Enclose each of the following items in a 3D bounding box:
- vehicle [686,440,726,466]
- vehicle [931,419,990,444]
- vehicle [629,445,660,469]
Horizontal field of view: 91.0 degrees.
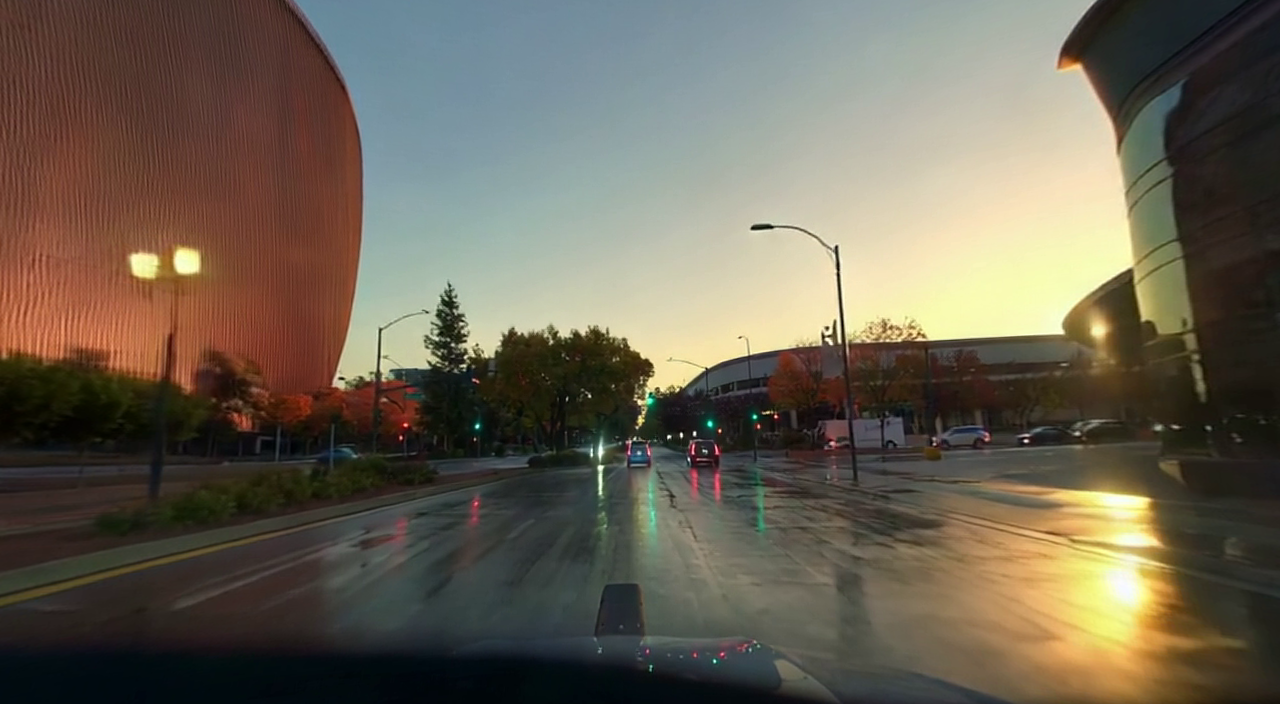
[{"bbox_3d":[4.621,7.160,44.830,2.174,1.749,4.739,1,-9,-2],"label":"vehicle"},{"bbox_3d":[23.466,5.910,46.336,1.887,1.635,4.695,1,-10,0],"label":"vehicle"},{"bbox_3d":[0.257,7.145,43.138,2.014,1.525,4.197,0,-9,-2],"label":"vehicle"}]
